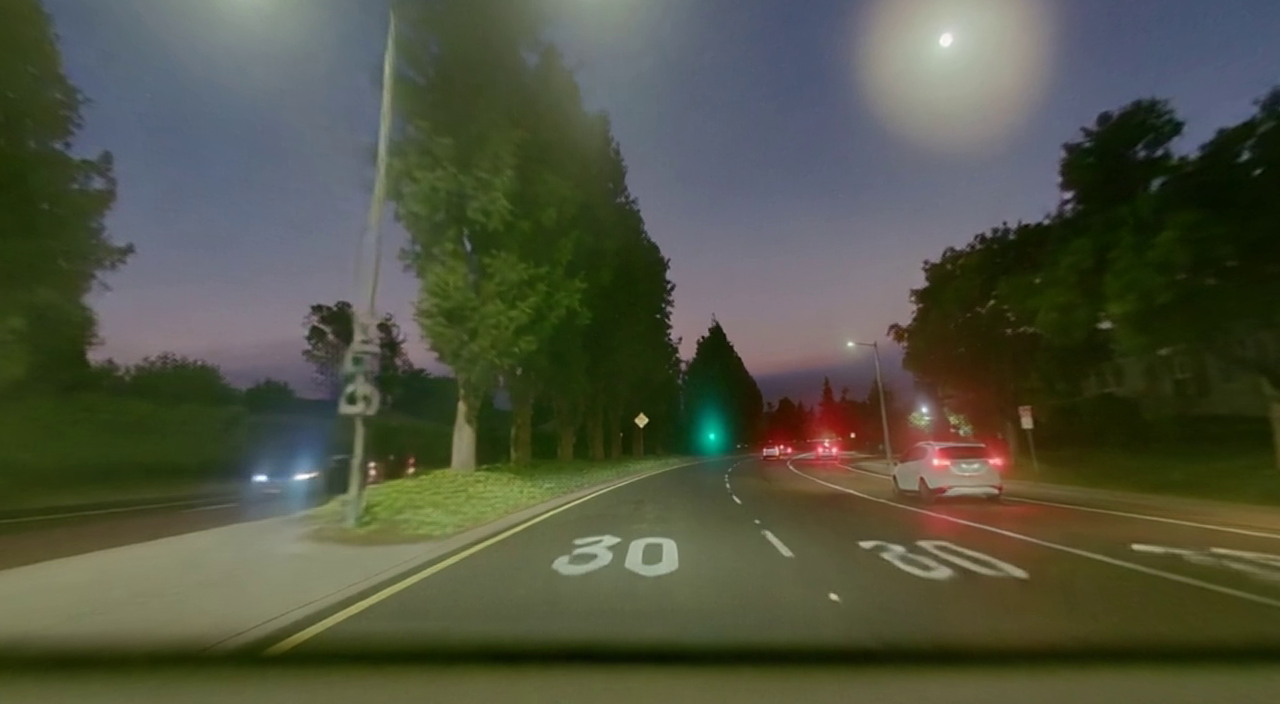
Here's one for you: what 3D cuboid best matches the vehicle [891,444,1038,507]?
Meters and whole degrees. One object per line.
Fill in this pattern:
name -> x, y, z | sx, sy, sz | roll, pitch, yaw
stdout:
vehicle -> 8.463, 3.207, 16.975 | 1.855, 1.444, 4.389 | -1, -8, 4

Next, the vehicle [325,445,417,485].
vehicle -> -13.503, 5.689, 32.057 | 2.025, 1.837, 4.841 | -1, -8, 8

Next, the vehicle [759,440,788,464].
vehicle -> 9.940, 7.419, 47.005 | 1.991, 1.684, 4.127 | -2, -9, 12

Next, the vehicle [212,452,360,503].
vehicle -> -11.569, 4.102, 21.076 | 1.905, 1.451, 4.698 | -1, -8, 6
